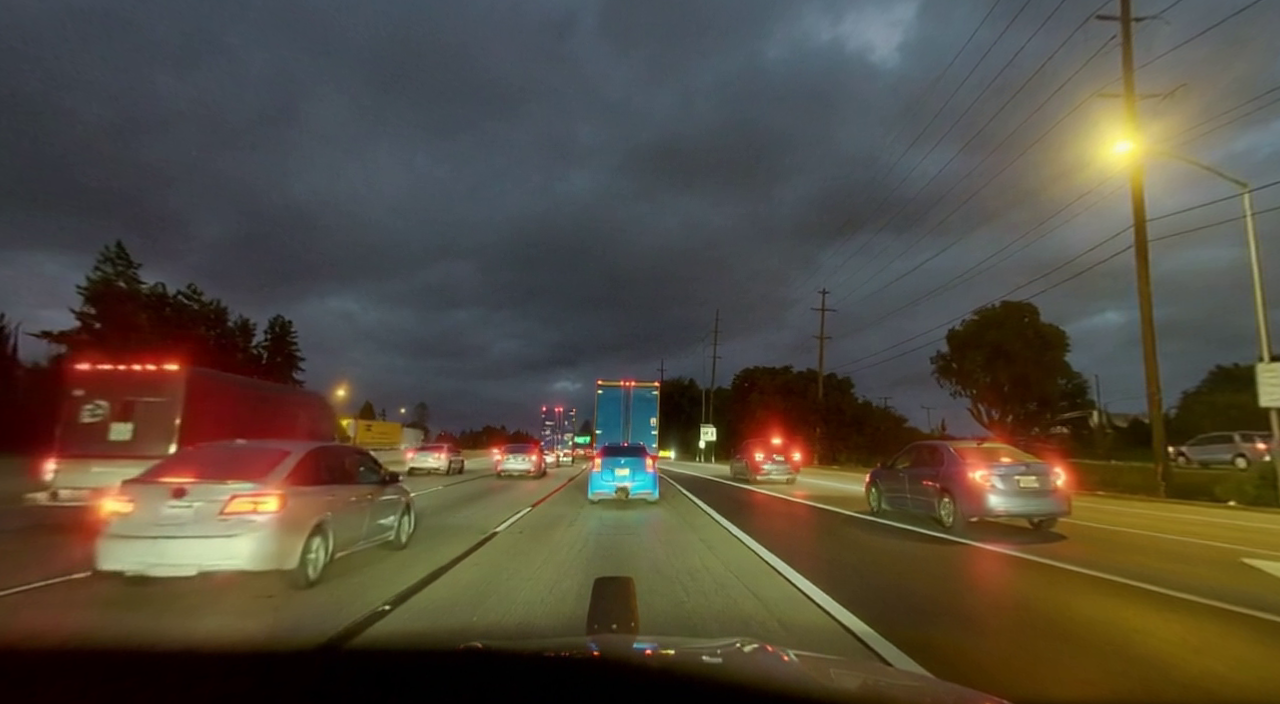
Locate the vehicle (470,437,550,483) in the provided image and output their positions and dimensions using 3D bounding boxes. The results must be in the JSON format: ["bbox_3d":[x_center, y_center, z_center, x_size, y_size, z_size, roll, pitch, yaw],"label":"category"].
[{"bbox_3d":[-4.531,3.874,22.895,1.960,1.450,5.246,0,-9,-2],"label":"vehicle"}]

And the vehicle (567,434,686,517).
[{"bbox_3d":[-0.331,2.516,13.340,2.112,1.463,4.012,0,-9,-3],"label":"vehicle"}]

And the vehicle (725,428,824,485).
[{"bbox_3d":[4.287,3.419,20.813,2.023,1.676,4.002,1,-9,-6],"label":"vehicle"}]

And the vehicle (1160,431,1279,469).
[{"bbox_3d":[28.509,4.693,30.414,1.991,1.655,5.330,1,-9,-6],"label":"vehicle"}]

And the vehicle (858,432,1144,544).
[{"bbox_3d":[5.374,2.054,10.221,1.878,1.406,4.164,1,-9,-6],"label":"vehicle"}]

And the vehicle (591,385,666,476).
[{"bbox_3d":[-0.695,3.674,28.829,2.909,3.518,8.262,0,-9,-3],"label":"vehicle"}]

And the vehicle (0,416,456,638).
[{"bbox_3d":[-3.790,1.547,6.725,2.235,1.472,4.860,0,-9,-1],"label":"vehicle"}]
